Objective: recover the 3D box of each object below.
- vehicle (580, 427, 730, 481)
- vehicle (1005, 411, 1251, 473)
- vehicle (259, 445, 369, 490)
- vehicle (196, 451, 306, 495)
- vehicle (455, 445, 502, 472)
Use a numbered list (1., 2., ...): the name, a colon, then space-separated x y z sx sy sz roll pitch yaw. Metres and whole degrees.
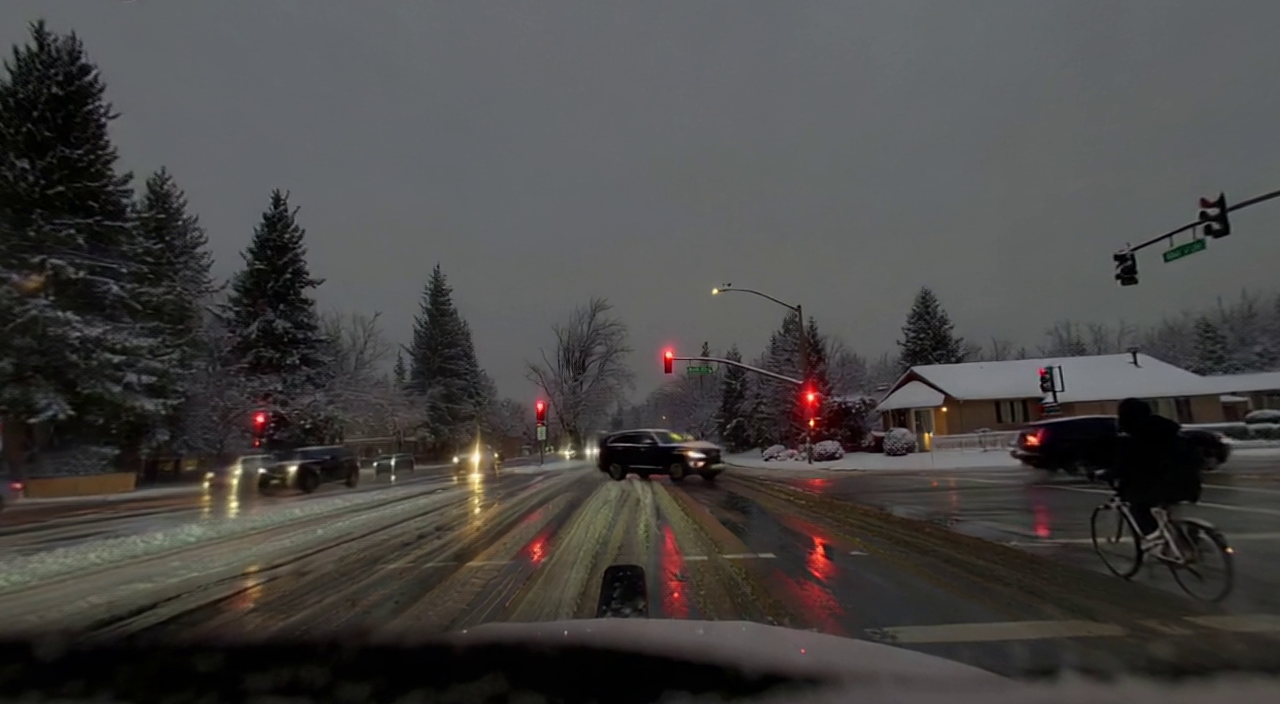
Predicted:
1. vehicle: 0.433 3.685 22.854 5.188 1.731 2.191 -7 -11 40
2. vehicle: 13.828 2.608 18.174 5.217 1.673 2.006 -1 -9 5
3. vehicle: -14.164 5.012 27.795 2.093 1.769 4.971 0 -9 1
4. vehicle: -17.426 5.402 28.570 2.006 1.735 4.591 0 -9 1
5. vehicle: -9.719 6.412 38.276 2.017 1.496 4.749 0 -9 -5
